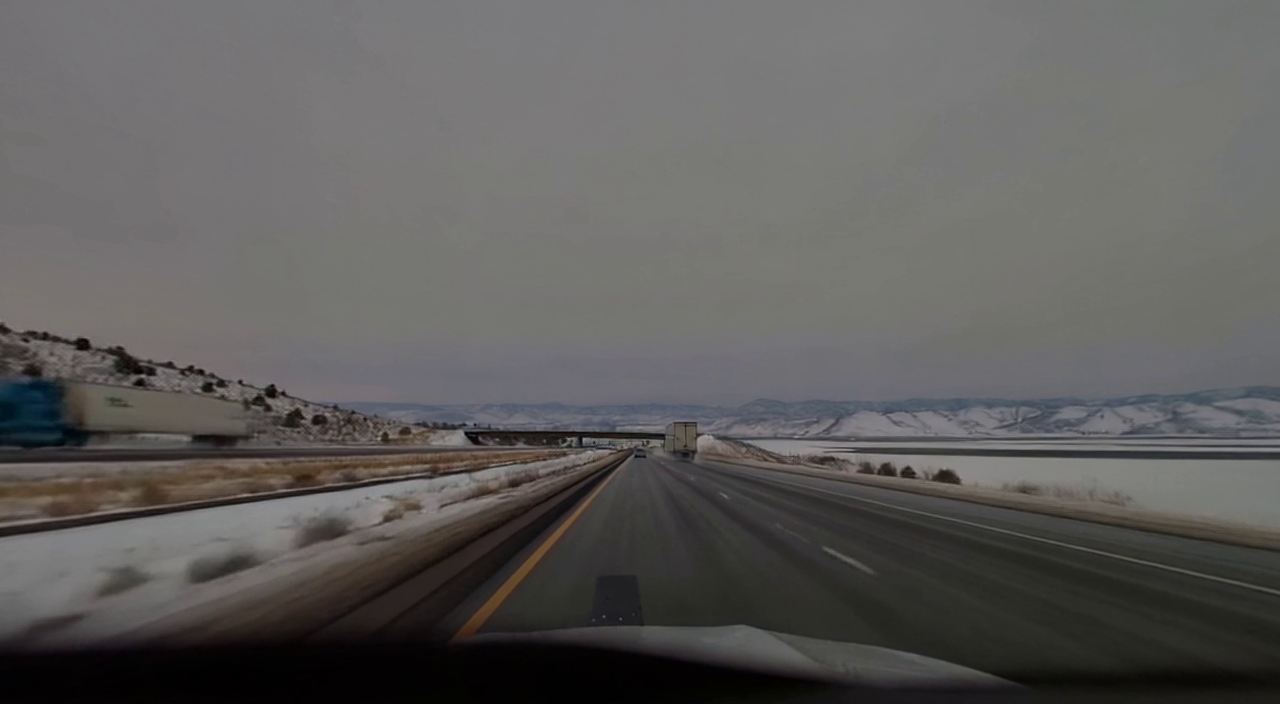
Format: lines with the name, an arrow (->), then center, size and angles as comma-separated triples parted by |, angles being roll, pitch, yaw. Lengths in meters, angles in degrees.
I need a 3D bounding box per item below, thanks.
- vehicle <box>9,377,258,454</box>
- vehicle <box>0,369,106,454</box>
vehicle -> -32.234, 4.688, 42.111 | 3.149, 4.177, 16.156 | 1, -9, 1
vehicle -> -32.230, 3.235, 32.751 | 2.909, 4.035, 6.523 | 0, -9, 0
